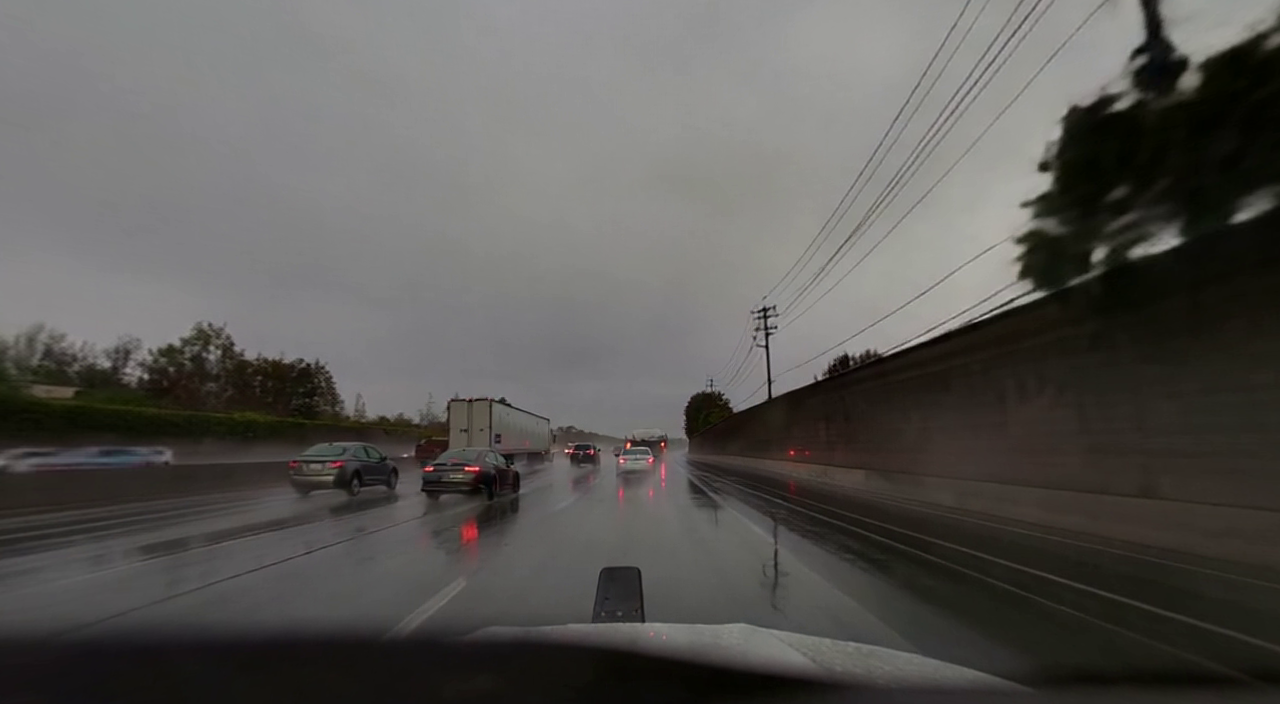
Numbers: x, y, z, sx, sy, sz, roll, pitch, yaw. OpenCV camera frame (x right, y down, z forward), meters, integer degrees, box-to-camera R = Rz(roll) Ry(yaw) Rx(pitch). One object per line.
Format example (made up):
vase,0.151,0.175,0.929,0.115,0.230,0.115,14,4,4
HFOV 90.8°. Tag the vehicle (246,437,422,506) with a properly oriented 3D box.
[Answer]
vehicle,-7.663,3.021,16.521,2.165,1.511,4.810,0,-9,0

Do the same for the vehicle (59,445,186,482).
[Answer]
vehicle,-23.623,5.076,29.118,1.910,1.556,4.668,0,-9,-1

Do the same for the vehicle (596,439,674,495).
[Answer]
vehicle,-0.160,3.368,18.812,2.089,1.477,3.818,0,-9,-1

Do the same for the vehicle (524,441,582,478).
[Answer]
vehicle,-3.744,4.692,27.778,1.870,1.485,4.304,0,-9,1

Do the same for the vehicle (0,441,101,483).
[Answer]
vehicle,-27.087,4.838,28.093,2.017,1.724,4.861,0,-9,-1

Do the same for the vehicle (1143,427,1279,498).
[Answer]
vehicle,14.314,2.455,14.214,1.949,1.472,4.795,0,-9,-1

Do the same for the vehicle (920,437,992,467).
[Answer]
vehicle,17.940,5.721,36.167,1.936,1.591,4.362,0,-9,1

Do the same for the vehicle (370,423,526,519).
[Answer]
vehicle,-3.848,2.467,13.561,1.923,1.716,4.289,0,-9,1
